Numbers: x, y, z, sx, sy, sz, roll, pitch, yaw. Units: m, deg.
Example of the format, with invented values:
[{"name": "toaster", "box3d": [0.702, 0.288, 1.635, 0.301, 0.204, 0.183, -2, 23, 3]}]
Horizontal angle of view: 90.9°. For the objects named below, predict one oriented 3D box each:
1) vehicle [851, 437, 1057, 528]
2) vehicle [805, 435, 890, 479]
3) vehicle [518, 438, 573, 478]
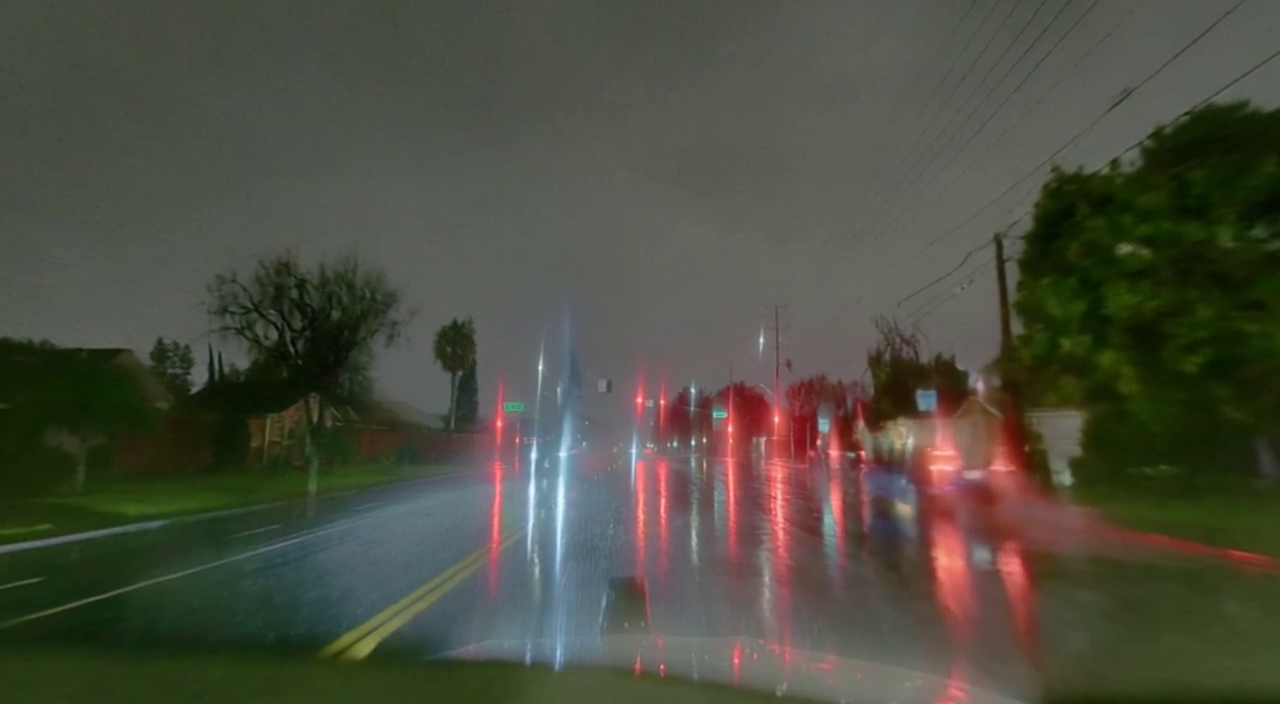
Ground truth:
[{"name": "vehicle", "box3d": [5.942, 2.484, 12.666, 2.040, 1.475, 4.389, 0, -8, 3]}, {"name": "vehicle", "box3d": [9.117, 4.643, 28.221, 2.170, 1.771, 4.908, 0, -8, 1]}, {"name": "vehicle", "box3d": [-4.537, 5.148, 30.967, 2.012, 1.778, 4.990, 0, -8, -1]}]
